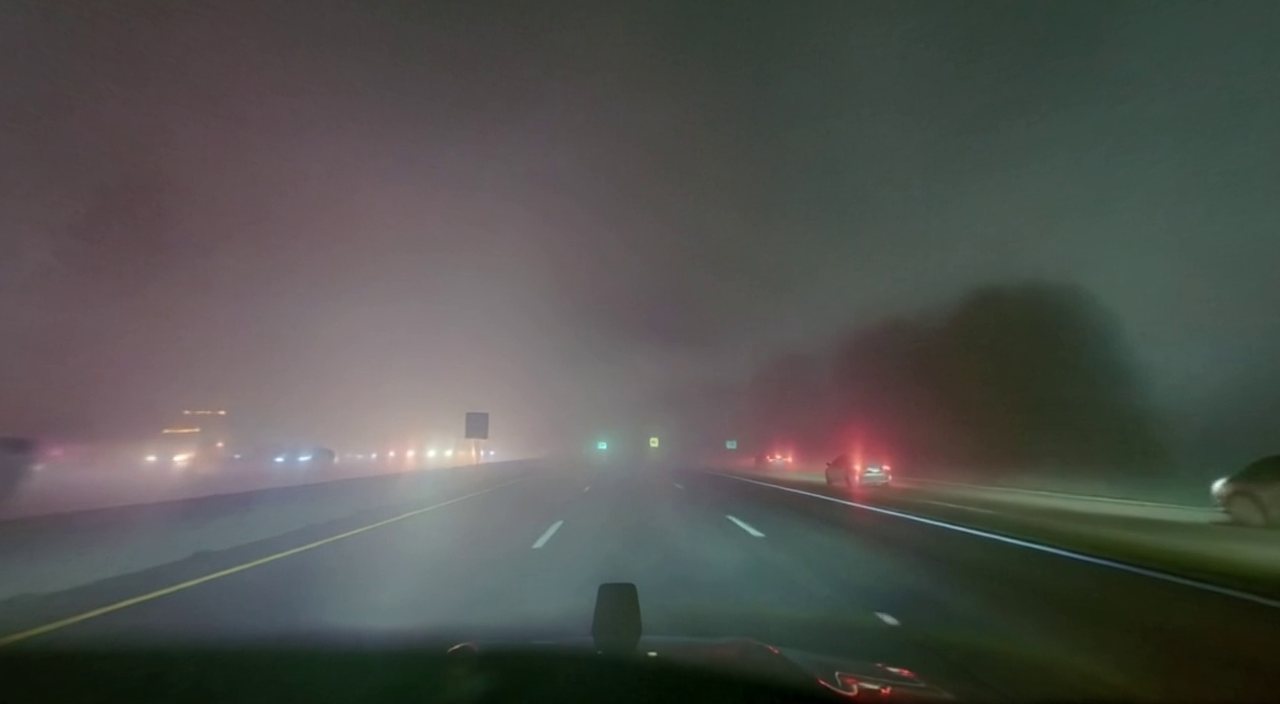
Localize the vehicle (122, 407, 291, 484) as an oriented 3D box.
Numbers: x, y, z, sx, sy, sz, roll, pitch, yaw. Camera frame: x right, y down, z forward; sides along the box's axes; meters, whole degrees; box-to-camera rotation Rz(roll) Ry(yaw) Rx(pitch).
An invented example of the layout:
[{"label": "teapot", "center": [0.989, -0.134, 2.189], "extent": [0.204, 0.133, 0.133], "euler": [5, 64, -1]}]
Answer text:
[{"label": "vehicle", "center": [-20.195, 4.489, 30.006], "extent": [2.672, 3.162, 7.942], "euler": [0, -9, -3]}]

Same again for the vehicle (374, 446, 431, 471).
[{"label": "vehicle", "center": [-15.462, 6.949, 41.125], "extent": [1.946, 1.539, 5.095], "euler": [0, -9, -3]}]

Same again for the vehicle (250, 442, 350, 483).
[{"label": "vehicle", "center": [-13.932, 4.542, 26.008], "extent": [1.870, 1.494, 4.423], "euler": [0, -9, -3]}]

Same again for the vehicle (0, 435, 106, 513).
[{"label": "vehicle", "center": [-13.357, 2.369, 12.152], "extent": [1.898, 1.484, 4.729], "euler": [0, -9, -2]}]
